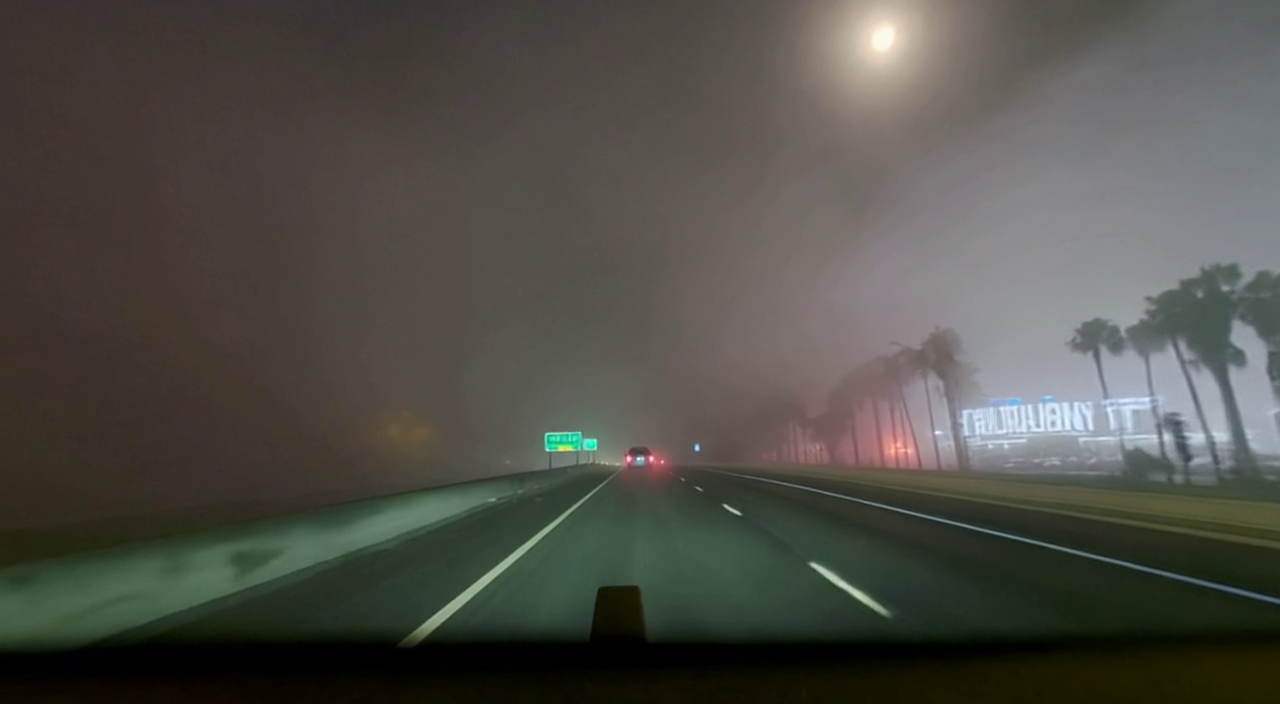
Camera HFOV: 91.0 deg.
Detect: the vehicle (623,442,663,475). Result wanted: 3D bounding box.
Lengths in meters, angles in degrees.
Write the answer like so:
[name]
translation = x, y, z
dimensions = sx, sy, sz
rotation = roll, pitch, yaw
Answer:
[vehicle]
translation = 0.157, 5.999, 35.558
dimensions = 2.089, 1.718, 4.193
rotation = 0, -9, 0
